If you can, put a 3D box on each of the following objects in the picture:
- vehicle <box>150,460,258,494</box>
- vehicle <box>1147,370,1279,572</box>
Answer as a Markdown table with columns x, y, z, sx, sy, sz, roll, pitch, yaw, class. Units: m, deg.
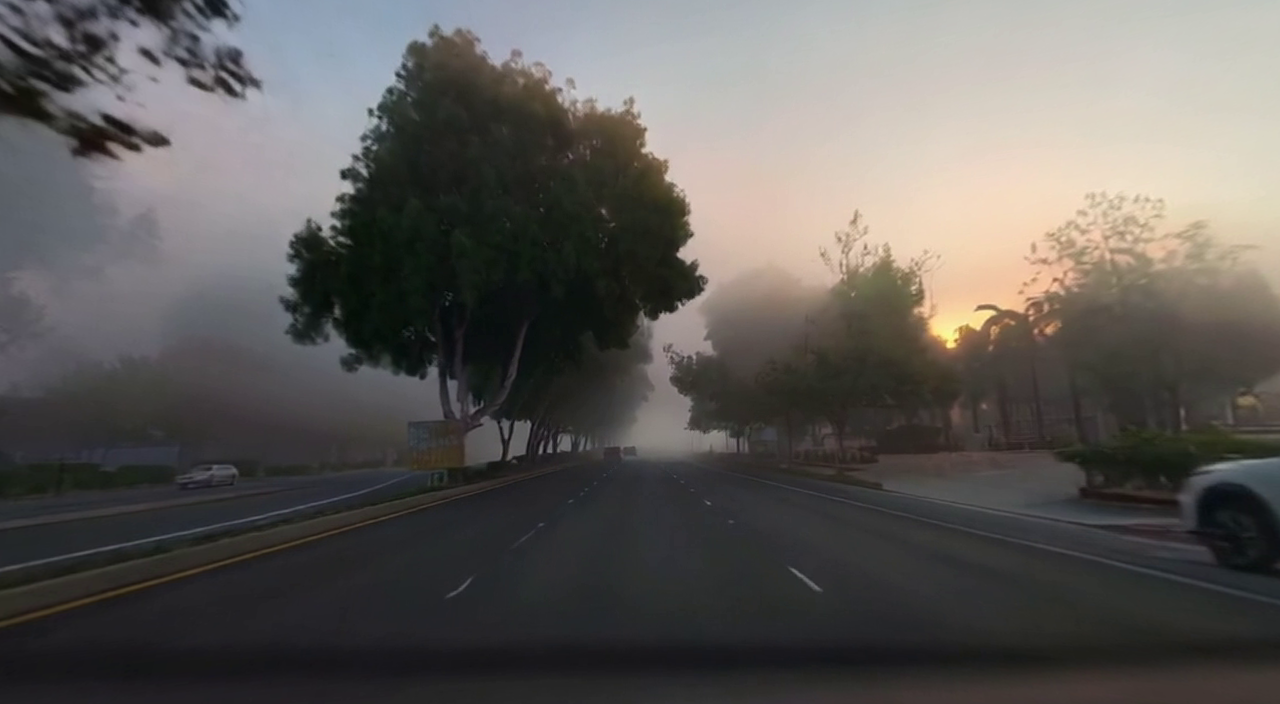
| x | y | z | sx | sy | sz | roll | pitch | yaw | class |
| --- | --- | --- | --- | --- | --- | --- | --- | --- | --- |
| -22.185 | 6.360 | 32.535 | 1.164 | 1.469 | 6.173 | 0 | -9 | 0 | vehicle |
| 7.111 | 1.000 | 5.127 | 1.954 | 1.907 | 4.736 | 0 | -9 | -1 | vehicle |
